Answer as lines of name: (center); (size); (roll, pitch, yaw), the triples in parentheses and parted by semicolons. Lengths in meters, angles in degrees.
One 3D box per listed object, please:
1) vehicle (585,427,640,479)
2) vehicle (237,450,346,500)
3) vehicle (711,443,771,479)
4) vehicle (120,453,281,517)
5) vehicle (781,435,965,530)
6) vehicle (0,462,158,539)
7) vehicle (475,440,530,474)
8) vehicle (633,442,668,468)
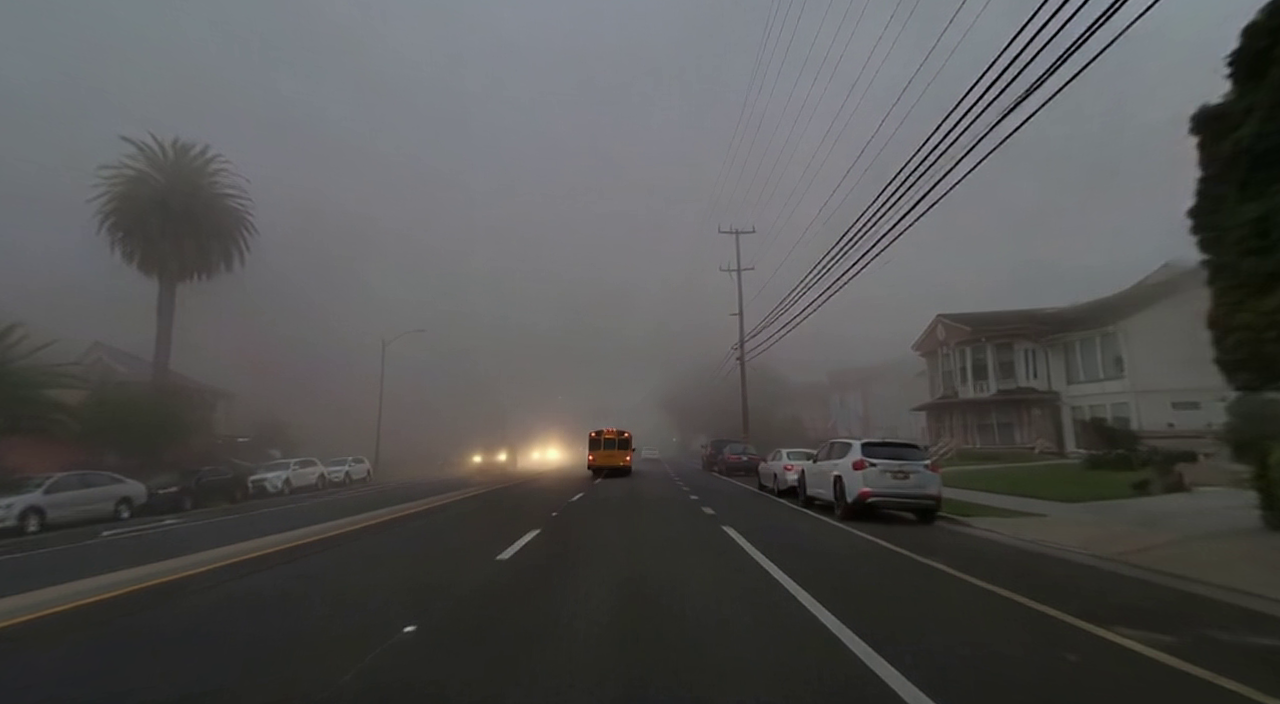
vehicle: (-1.190, 4.299, 27.036); (2.168, 2.040, 4.527); (0, -8, -3)
vehicle: (-14.147, 4.977, 25.943); (2.041, 1.643, 4.665); (-4, -9, -3)
vehicle: (4.376, 4.801, 28.032); (1.838, 1.458, 4.750); (0, -8, -1)
vehicle: (-13.644, 4.105, 20.013); (1.979, 1.509, 4.763); (-3, -7, -4)
vehicle: (4.247, 2.431, 12.364); (1.946, 1.530, 4.240); (0, -8, -1)
vehicle: (-13.150, 3.292, 14.068); (1.841, 1.356, 3.938); (-6, -8, -2)
vehicle: (-7.912, 6.049, 36.652); (2.096, 1.798, 4.831); (0, -8, 0)
vehicle: (0.691, 6.372, 39.114); (2.063, 1.495, 3.849); (0, -8, 1)
